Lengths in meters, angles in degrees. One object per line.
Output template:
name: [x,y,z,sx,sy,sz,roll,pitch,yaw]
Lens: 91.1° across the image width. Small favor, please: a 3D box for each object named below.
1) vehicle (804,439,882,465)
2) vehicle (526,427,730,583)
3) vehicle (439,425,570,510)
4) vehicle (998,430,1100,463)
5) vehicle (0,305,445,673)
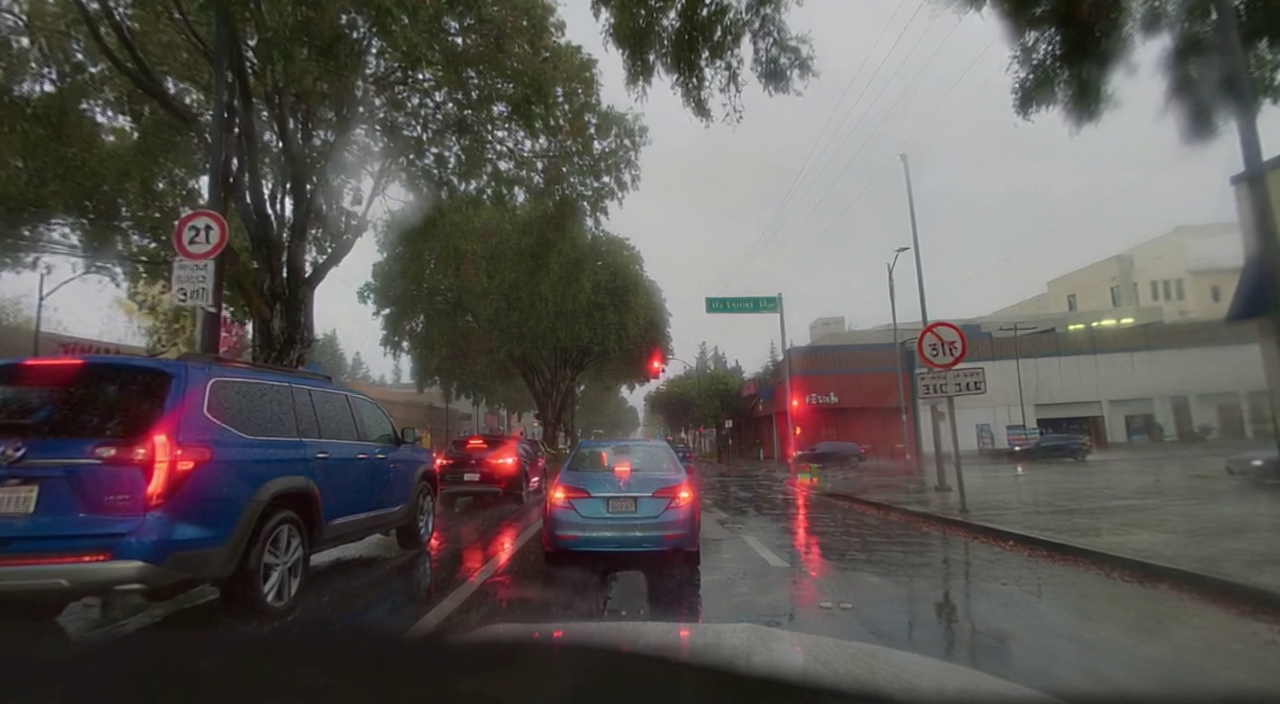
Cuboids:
vehicle: [11.565,5.748,36.045,3.924,1.447,2.039,-1,-9,8]
vehicle: [-0.158,1.790,8.197,1.966,1.481,4.146,0,-8,-1]
vehicle: [-2.931,2.604,14.604,2.047,1.664,4.148,0,-8,1]
vehicle: [22.472,5.235,34.679,4.116,1.719,2.069,-2,-9,10]
vehicle: [-3.825,1.136,6.206,2.152,2.118,5.066,0,-8,0]
